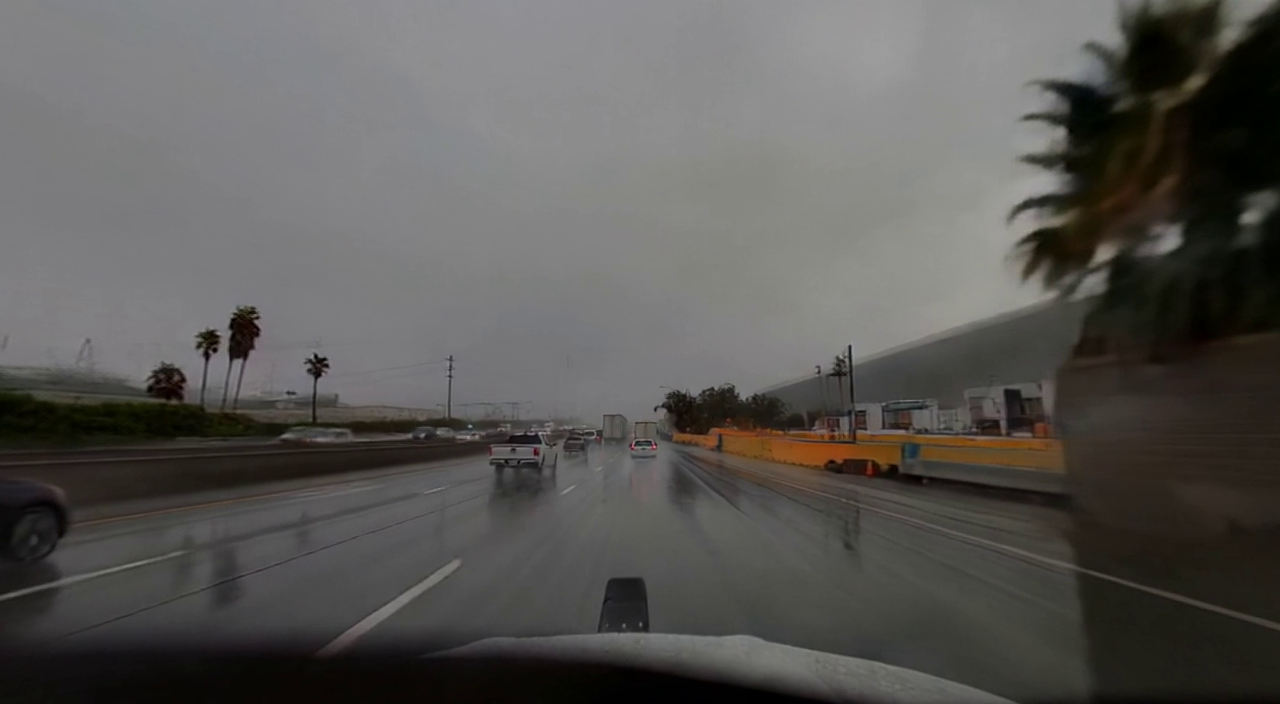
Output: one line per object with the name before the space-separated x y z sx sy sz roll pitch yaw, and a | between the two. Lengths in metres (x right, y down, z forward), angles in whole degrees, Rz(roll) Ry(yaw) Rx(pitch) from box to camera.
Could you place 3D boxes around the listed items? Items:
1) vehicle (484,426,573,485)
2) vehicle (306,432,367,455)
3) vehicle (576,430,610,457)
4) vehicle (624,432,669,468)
vehicle | -3.603 3.455 21.304 2.108 1.740 4.549 0 -8 1
vehicle | -23.613 7.142 49.260 2.161 1.688 4.913 -1 -8 2
vehicle | -3.558 7.046 48.513 2.203 1.958 4.848 0 -8 1
vehicle | 0.333 4.954 32.078 2.136 1.678 4.052 0 -8 0
